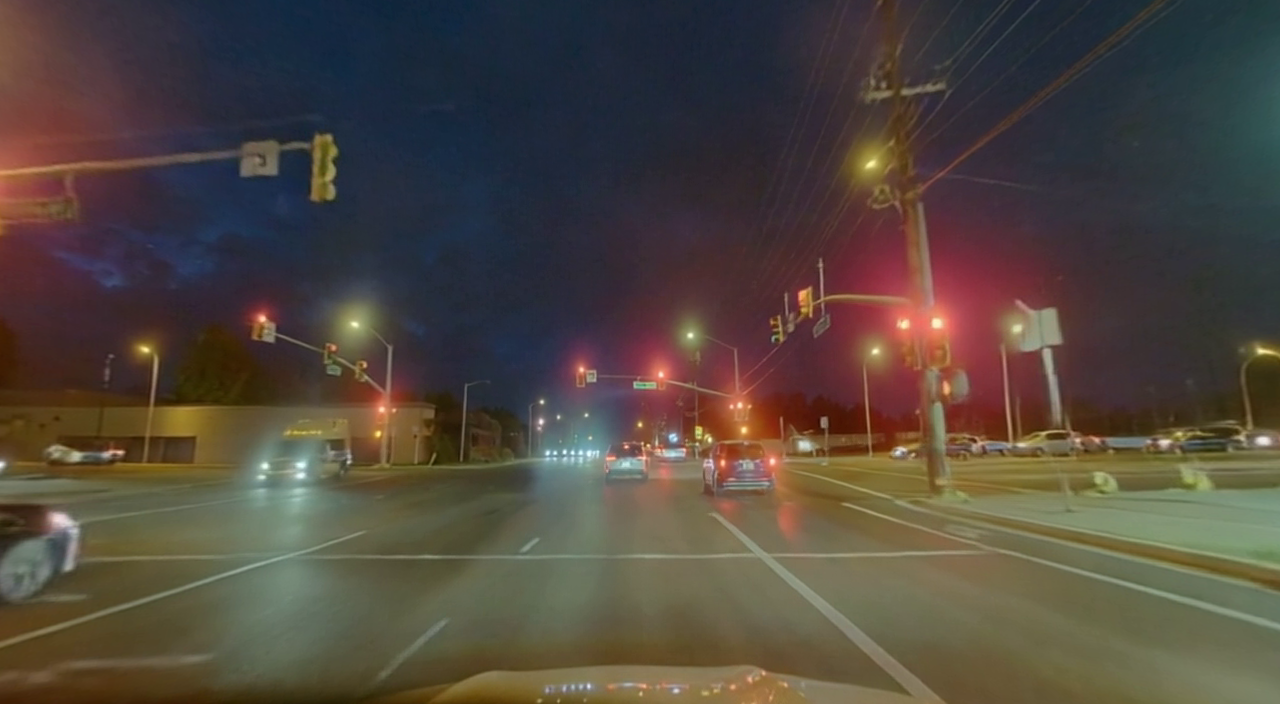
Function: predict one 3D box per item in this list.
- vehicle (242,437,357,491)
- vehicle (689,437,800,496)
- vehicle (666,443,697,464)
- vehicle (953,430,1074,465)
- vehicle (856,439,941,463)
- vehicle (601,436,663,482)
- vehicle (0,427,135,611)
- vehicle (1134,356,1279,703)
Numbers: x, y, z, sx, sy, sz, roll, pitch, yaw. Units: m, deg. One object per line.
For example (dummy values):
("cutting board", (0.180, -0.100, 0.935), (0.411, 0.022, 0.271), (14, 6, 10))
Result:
("vehicle", (-14.424, 4.757, 27.160), (2.233, 2.072, 4.813), (0, -8, 0))
("vehicle", (2.780, 3.184, 17.998), (2.208, 1.436, 4.542), (0, -8, -3))
("vehicle", (3.075, 7.668, 47.766), (1.971, 1.477, 4.121), (0, -8, -1))
("vehicle", (17.350, 4.444, 29.467), (4.436, 1.503, 1.844), (0, -9, -2))
("vehicle", (16.885, 6.477, 41.393), (4.749, 1.465, 1.938), (0, -9, -3))
("vehicle", (-0.304, 3.827, 22.840), (2.065, 1.484, 3.894), (0, -8, -1))
("vehicle", (-6.222, 1.236, 4.299), (2.075, 1.470, 4.190), (0, -8, 0))
("vehicle", (3.776, 0.615, 0.866), (2.452, 1.682, 4.565), (0, -8, 0))
